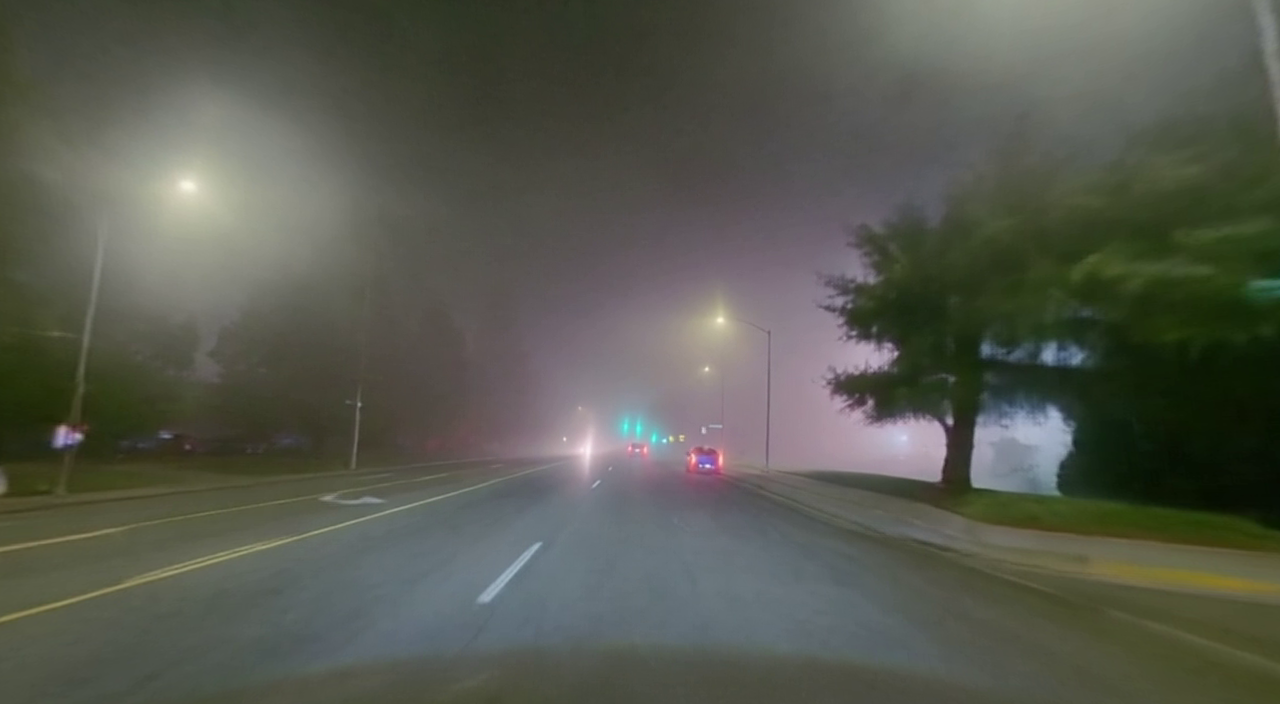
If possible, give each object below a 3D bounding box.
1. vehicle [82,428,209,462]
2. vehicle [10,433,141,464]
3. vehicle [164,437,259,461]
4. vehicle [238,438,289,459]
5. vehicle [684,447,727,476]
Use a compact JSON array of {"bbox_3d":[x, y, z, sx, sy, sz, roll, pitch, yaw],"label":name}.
[{"bbox_3d":[-27.654,5.205,35.447,5.295,1.839,2.205,0,-8,2],"label":"vehicle"},{"bbox_3d":[-28.546,4.892,32.087,4.637,1.472,1.944,0,-8,-3],"label":"vehicle"},{"bbox_3d":[-26.900,6.096,39.845,4.450,1.472,1.982,2,-9,-15],"label":"vehicle"},{"bbox_3d":[-27.820,7.090,46.814,1.753,1.424,4.492,0,-8,-11],"label":"vehicle"},{"bbox_3d":[3.639,6.150,35.640,1.942,1.502,4.244,0,-8,0],"label":"vehicle"}]
